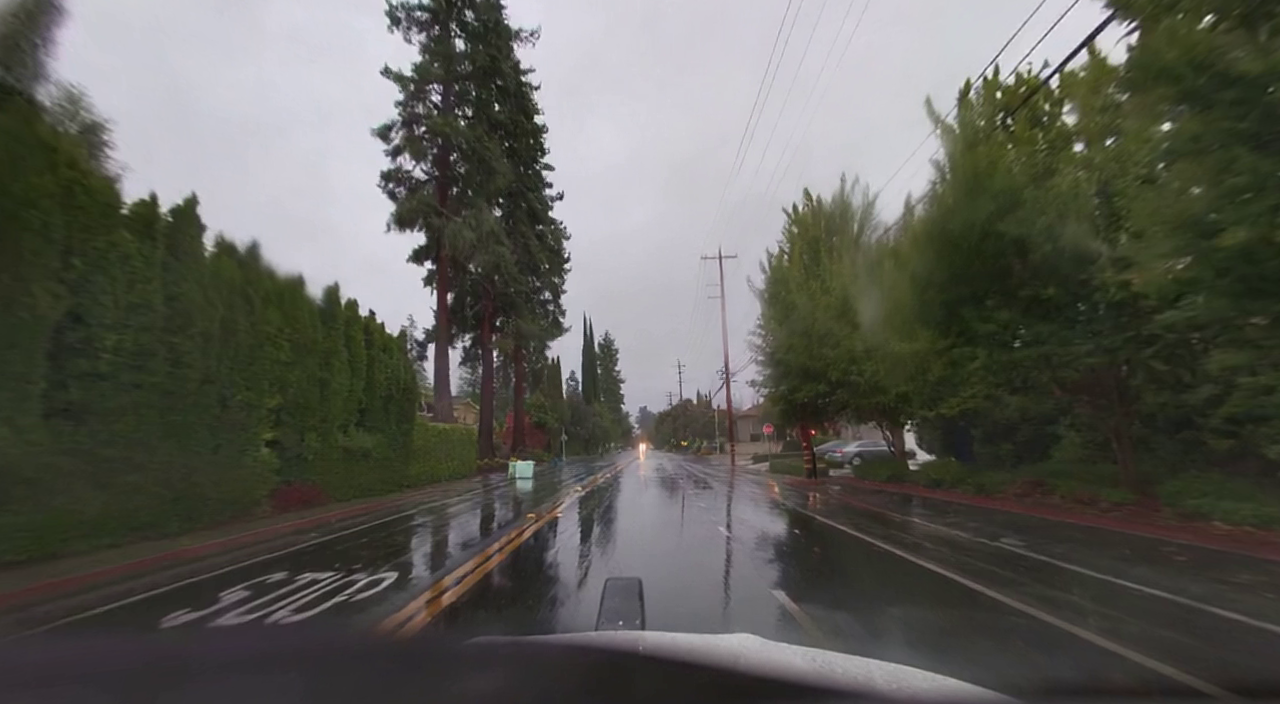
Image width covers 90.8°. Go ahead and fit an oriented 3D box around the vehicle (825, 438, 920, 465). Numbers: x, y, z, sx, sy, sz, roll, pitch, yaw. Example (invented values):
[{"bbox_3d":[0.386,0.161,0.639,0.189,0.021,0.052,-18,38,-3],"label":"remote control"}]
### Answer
[{"bbox_3d":[13.239,5.682,36.195,4.650,1.484,1.929,0,-9,0],"label":"vehicle"}]
